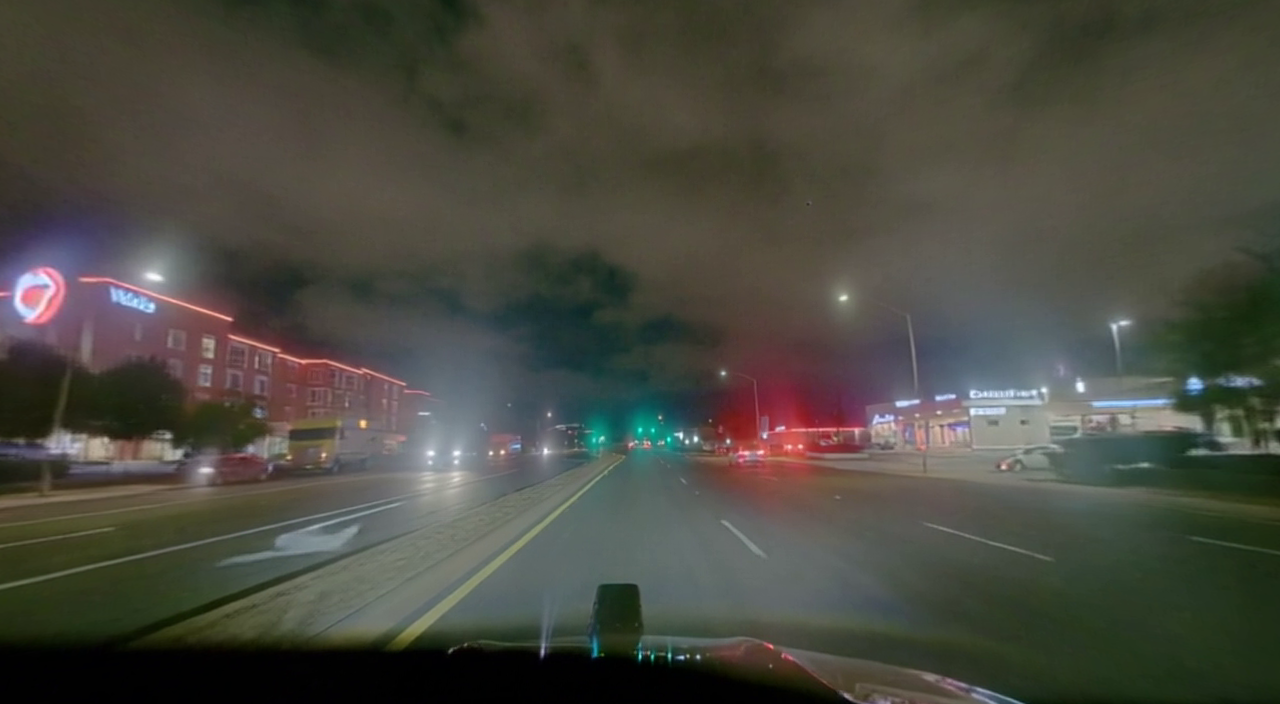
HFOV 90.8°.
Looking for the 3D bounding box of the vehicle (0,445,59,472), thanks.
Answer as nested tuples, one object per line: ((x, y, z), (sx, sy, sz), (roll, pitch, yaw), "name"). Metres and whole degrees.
((-47.871, 8.099, 48.277), (1.964, 1.982, 4.613), (-6, -11, 36), "vehicle")

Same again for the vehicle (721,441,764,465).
((6.606, 6.563, 41.224), (1.916, 1.437, 4.327), (0, -9, -2), "vehicle")

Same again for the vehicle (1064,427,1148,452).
((29.840, 5.703, 40.681), (1.796, 1.485, 4.667), (-1, -9, 0), "vehicle")

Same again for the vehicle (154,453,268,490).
((-18.938, 5.269, 28.178), (1.950, 1.464, 4.414), (0, -9, 0), "vehicle")

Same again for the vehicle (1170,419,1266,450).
((37.365, 5.415, 41.007), (1.996, 1.893, 4.413), (0, -8, 1), "vehicle")

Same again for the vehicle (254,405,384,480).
((-18.725, 5.431, 37.750), (2.982, 3.900, 8.593), (0, -9, 1), "vehicle")

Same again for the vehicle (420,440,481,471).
((-11.540, 6.330, 38.812), (2.134, 1.806, 4.843), (0, -9, 1), "vehicle")

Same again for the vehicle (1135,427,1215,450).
((34.592, 5.639, 41.003), (1.756, 1.443, 4.032), (0, -8, 2), "vehicle")
